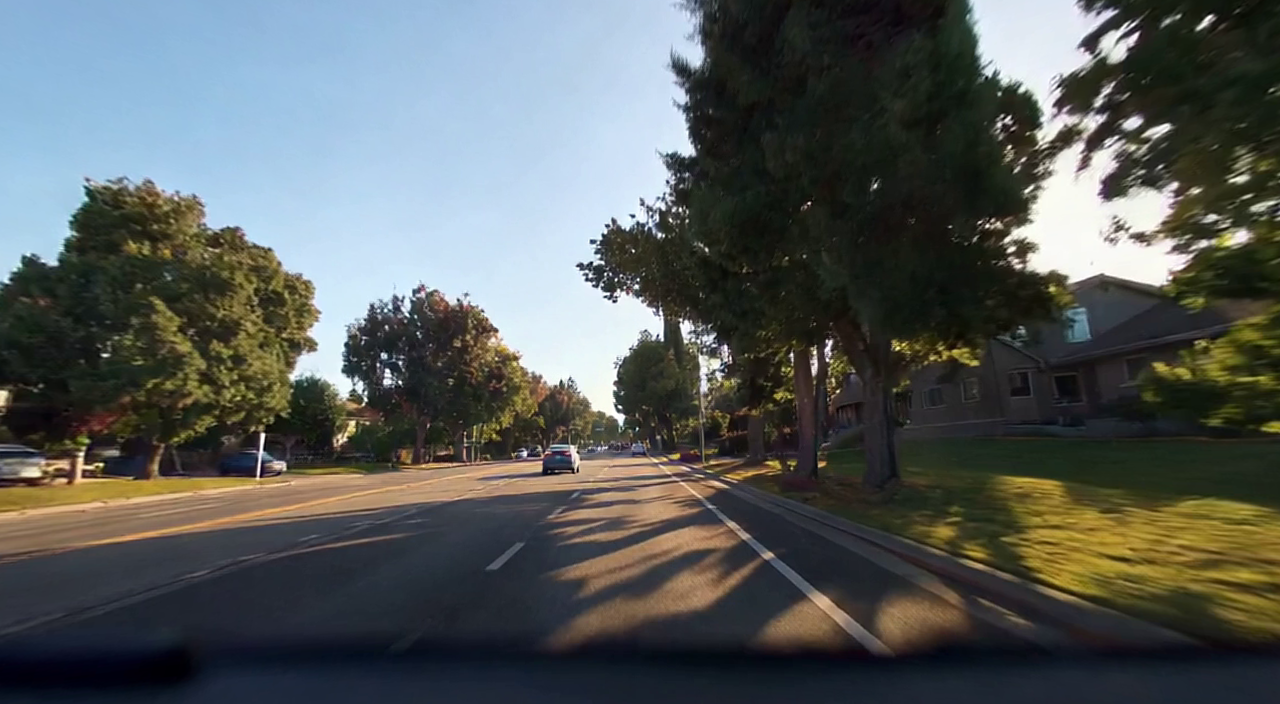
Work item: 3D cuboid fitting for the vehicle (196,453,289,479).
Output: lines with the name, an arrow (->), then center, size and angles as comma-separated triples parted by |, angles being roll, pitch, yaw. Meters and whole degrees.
vehicle -> -24.799, 7.111, 39.565 | 4.454, 1.524, 1.859 | 2, -8, -11

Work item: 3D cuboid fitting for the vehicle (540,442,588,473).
vehicle -> -3.811, 5.388, 32.524 | 1.992, 1.447, 4.044 | 0, -8, 0
